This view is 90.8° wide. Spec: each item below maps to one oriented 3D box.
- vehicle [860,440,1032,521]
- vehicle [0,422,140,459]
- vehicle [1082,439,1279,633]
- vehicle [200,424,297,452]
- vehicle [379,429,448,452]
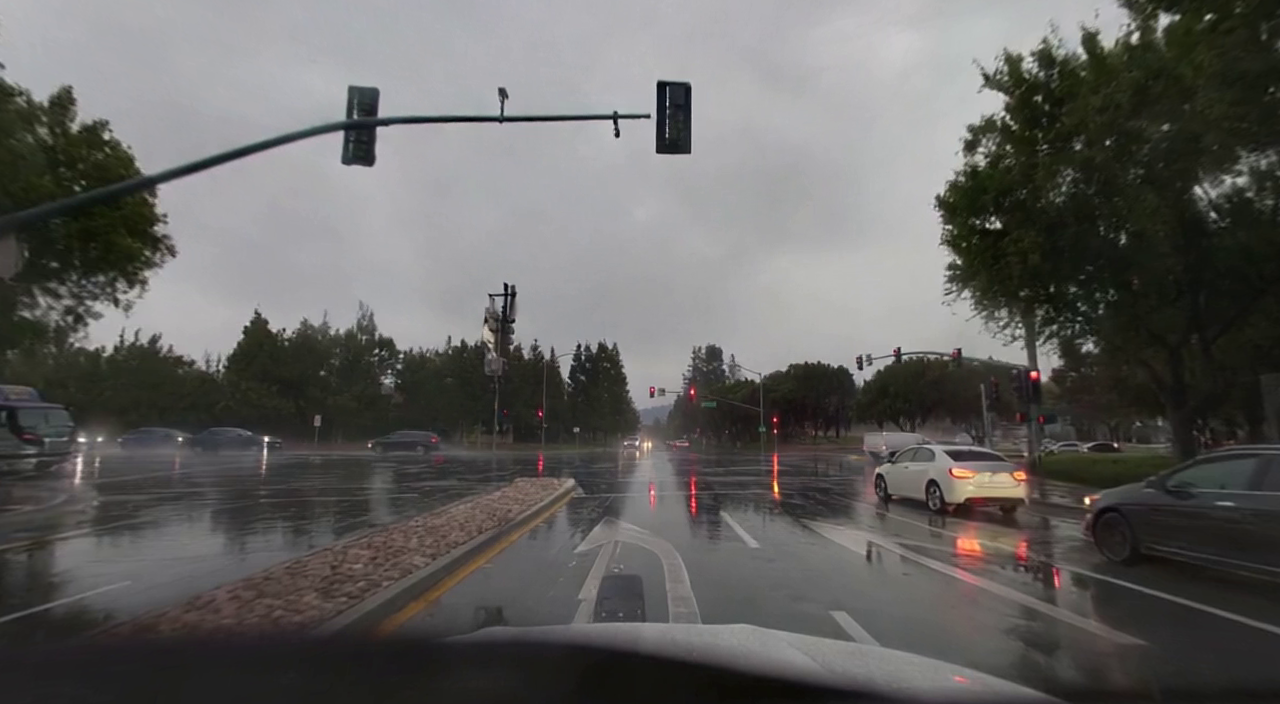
[{"bbox_3d":[6.458,2.719,13.933,1.815,1.417,4.125,3,-9,1],"label":"vehicle"},{"bbox_3d":[-23.924,3.723,26.460,4.162,1.449,1.814,2,-9,-11],"label":"vehicle"},{"bbox_3d":[5.873,1.365,4.504,2.026,1.458,4.784,1,-9,1],"label":"vehicle"},{"bbox_3d":[-22.820,5.074,37.007,4.331,1.544,1.896,2,-9,-15],"label":"vehicle"},{"bbox_3d":[-15.335,6.008,42.689,4.683,1.495,2.119,-7,-11,38],"label":"vehicle"}]
